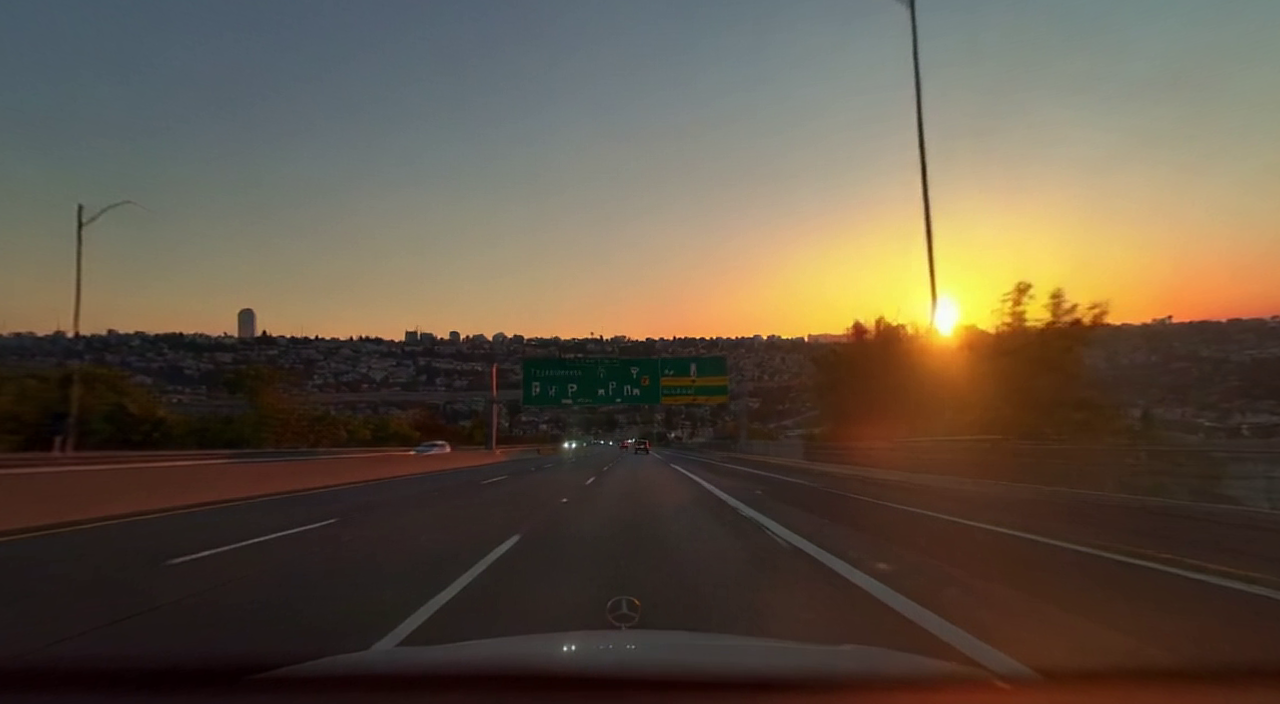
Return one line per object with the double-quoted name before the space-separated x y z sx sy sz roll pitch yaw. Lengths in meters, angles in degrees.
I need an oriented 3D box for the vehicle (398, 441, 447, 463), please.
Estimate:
"vehicle" -16.211 7.494 47.321 2.130 1.507 4.361 0 -9 0
